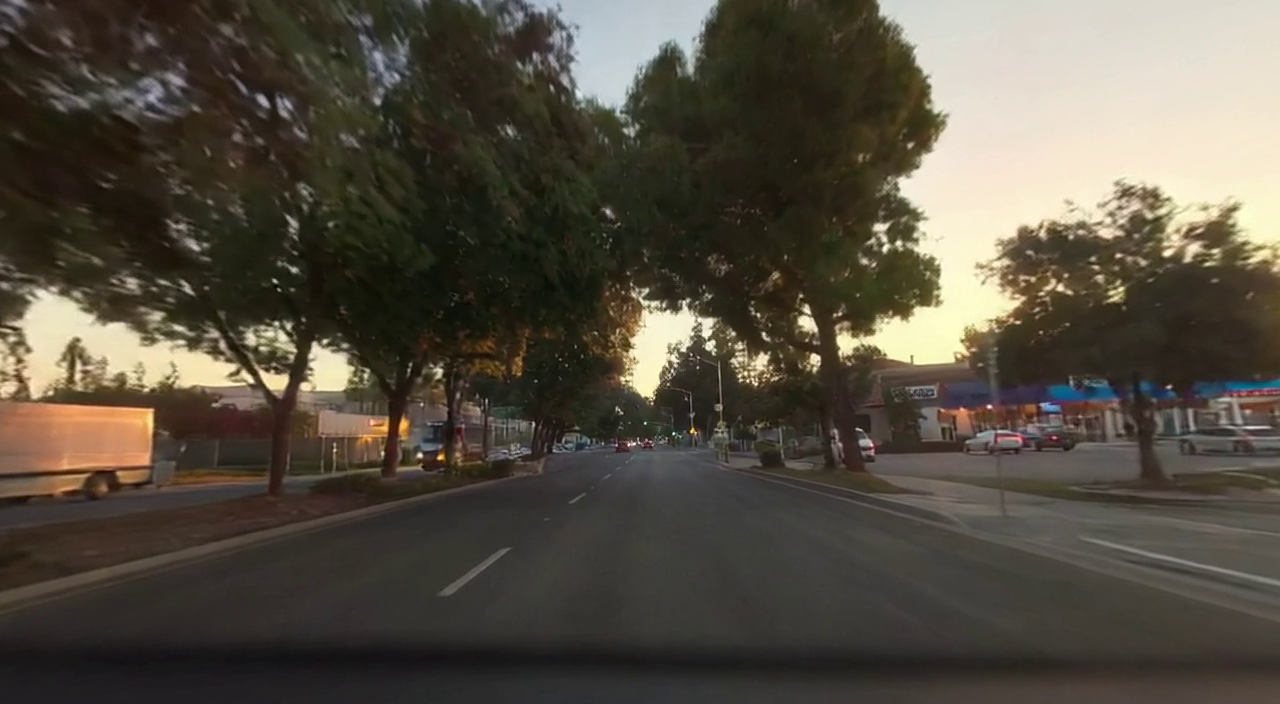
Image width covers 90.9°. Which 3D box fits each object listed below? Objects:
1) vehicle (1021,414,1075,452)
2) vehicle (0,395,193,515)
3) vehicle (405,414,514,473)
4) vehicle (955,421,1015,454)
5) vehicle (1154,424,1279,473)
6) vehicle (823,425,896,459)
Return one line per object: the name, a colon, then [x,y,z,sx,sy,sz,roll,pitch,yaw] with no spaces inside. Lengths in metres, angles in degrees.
vehicle: [30.084,5.938,46.343,2.454,2.572,5.082,-9,-10,39]
vehicle: [-19.137,3.129,19.277,2.958,3.304,10.523,0,-9,1]
vehicle: [-10.881,5.816,40.079,3.031,3.093,13.352,0,-9,0]
vehicle: [24.027,6.001,43.741,2.675,2.108,5.607,-7,-11,37]
vehicle: [23.808,3.857,25.103,4.999,1.814,2.158,-7,-11,39]
vehicle: [14.459,5.983,41.745,4.203,2.206,1.934,-1,-9,7]
